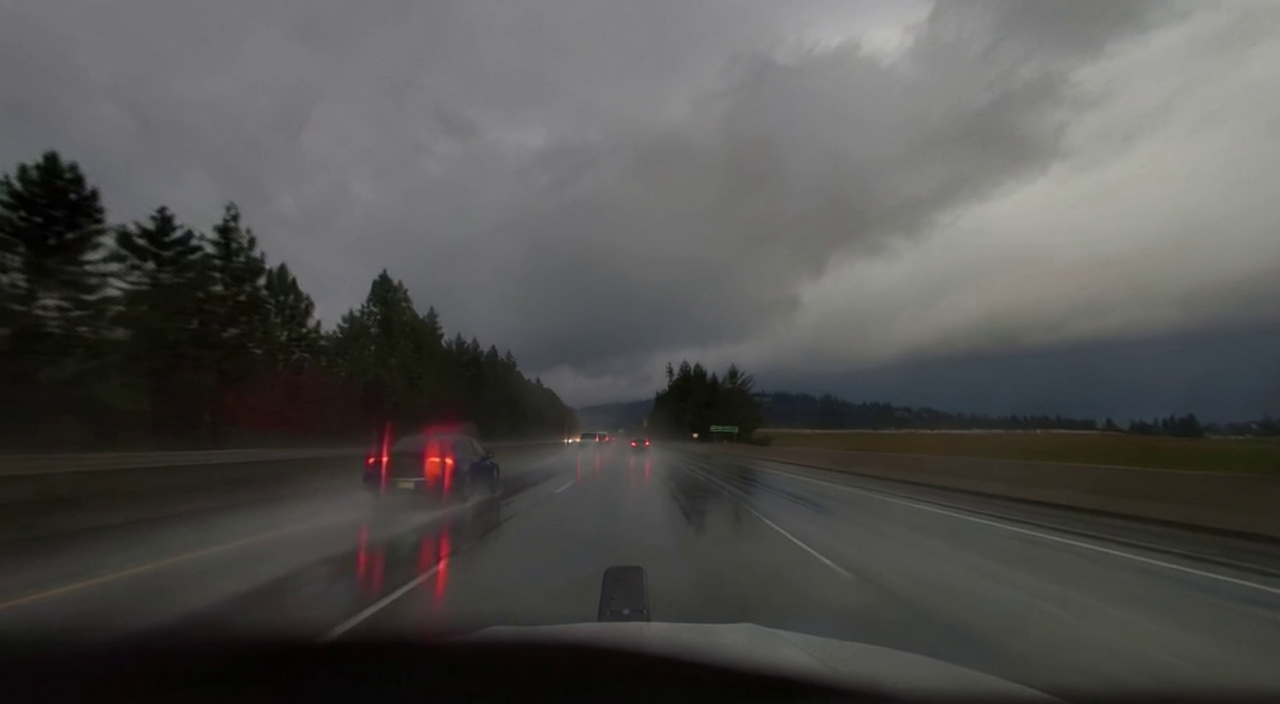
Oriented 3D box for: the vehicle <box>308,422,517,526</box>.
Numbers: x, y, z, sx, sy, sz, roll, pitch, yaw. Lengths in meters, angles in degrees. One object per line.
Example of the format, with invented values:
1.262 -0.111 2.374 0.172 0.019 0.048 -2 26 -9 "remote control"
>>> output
-3.935 2.191 11.968 2.190 1.571 4.643 0 -8 1 "vehicle"
